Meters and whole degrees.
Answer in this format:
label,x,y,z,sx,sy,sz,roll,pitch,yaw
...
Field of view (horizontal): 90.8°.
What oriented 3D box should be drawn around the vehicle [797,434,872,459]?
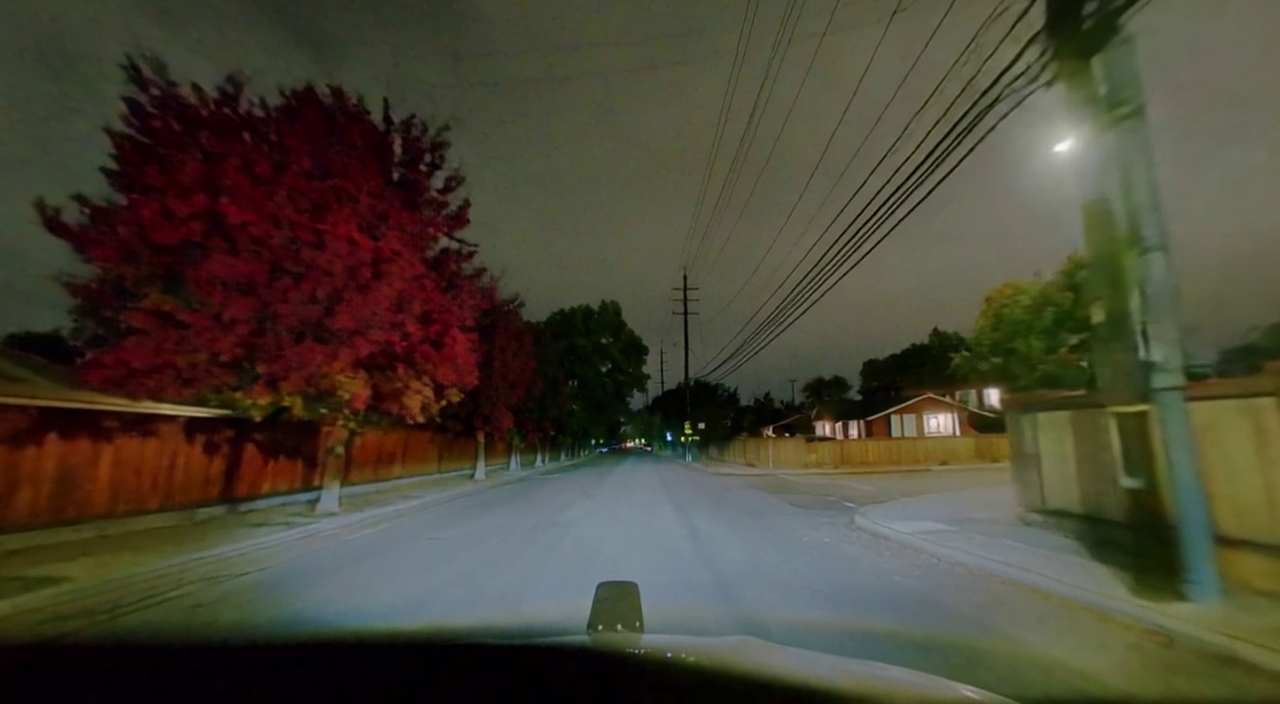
label,x,y,z,sx,sy,sz,roll,pitch,yaw
vehicle,12.425,6.108,40.666,4.286,1.525,2.219,-2,-9,10
